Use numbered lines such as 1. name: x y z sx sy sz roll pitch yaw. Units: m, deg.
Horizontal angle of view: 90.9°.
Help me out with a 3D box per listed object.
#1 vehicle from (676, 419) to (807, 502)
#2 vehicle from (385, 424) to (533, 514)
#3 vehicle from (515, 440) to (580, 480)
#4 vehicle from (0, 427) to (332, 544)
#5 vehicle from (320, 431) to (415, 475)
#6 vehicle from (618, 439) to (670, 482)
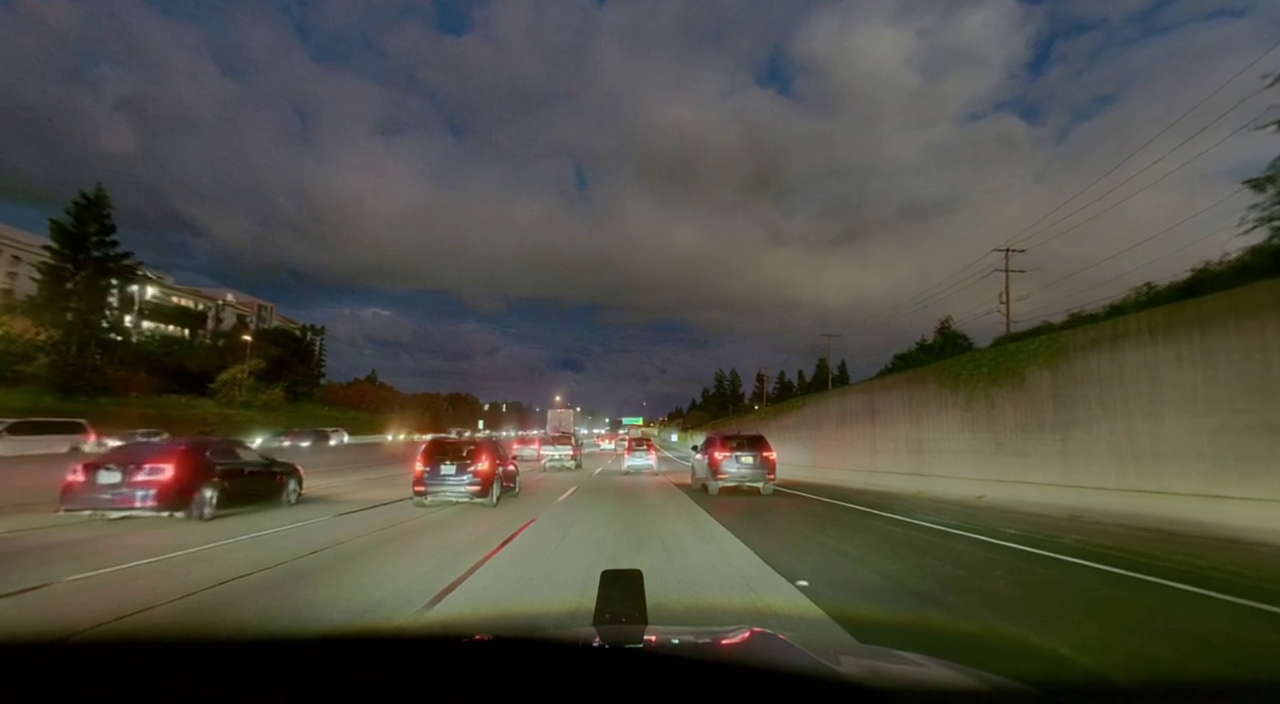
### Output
1. vehicle: 2.816 3.253 19.398 2.793 2.132 5.682 0 -8 -3
2. vehicle: -3.872 2.589 14.461 2.026 1.719 4.490 0 -8 0
3. vehicle: -3.866 4.584 27.148 2.049 1.530 4.707 0 -8 1
4. vehicle: -7.442 2.112 10.755 1.985 1.529 4.710 0 -8 0
5. vehicle: -11.207 4.194 26.330 1.897 1.655 4.543 0 -8 1
6. vehicle: 0.162 4.620 27.193 2.092 1.671 3.889 0 -8 0
